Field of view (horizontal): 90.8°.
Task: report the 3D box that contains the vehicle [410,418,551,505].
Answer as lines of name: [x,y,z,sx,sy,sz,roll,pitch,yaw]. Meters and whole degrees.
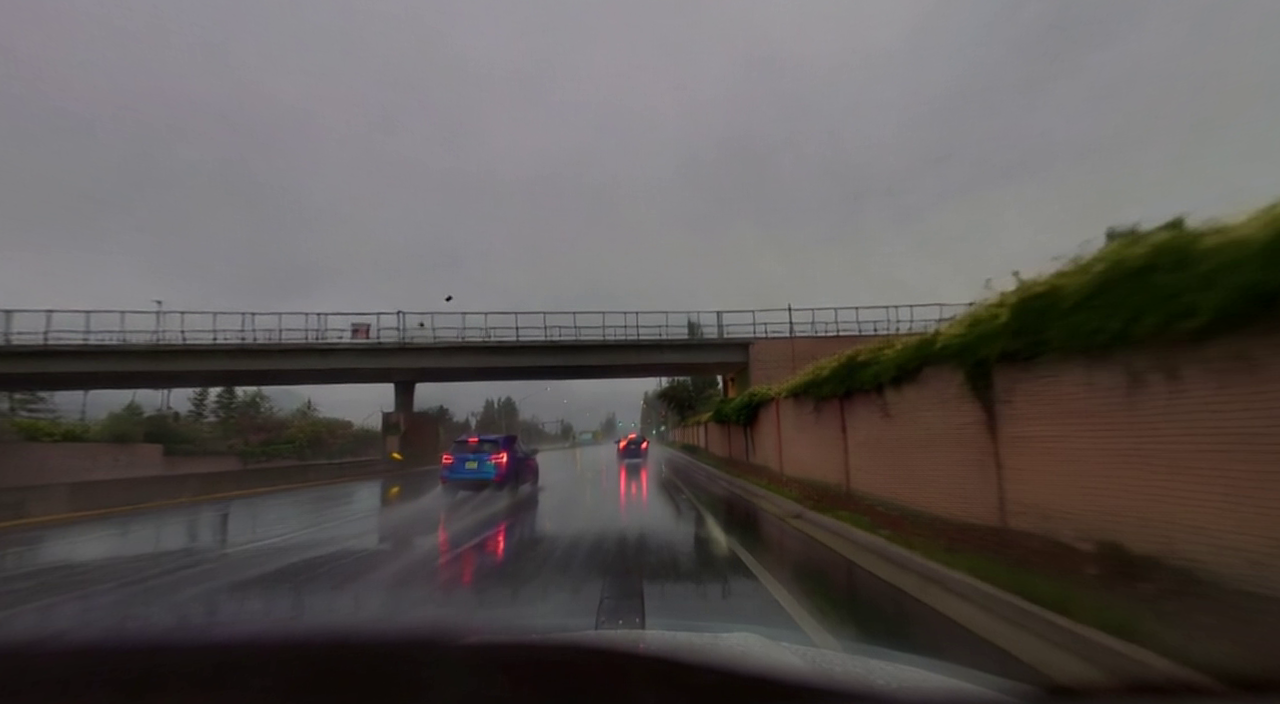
vehicle: [-3.671,2.625,15.596,2.223,1.771,4.581,-1,-8,1]

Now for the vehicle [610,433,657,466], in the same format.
vehicle: [-0.311,4.815,31.443,2.205,1.509,4.272,0,-8,0]
